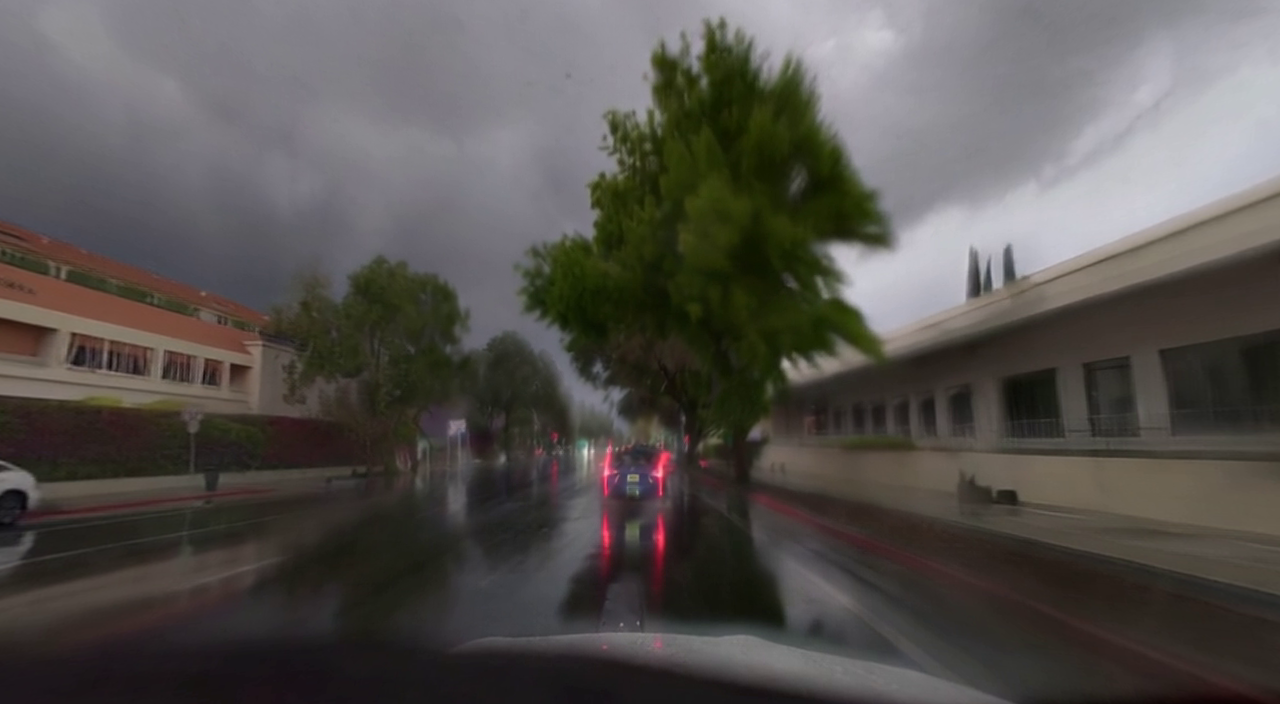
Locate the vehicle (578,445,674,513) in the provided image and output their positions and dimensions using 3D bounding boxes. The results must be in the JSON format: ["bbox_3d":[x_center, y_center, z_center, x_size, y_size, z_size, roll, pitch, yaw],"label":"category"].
[{"bbox_3d":[-0.350,3.153,16.205,2.116,1.479,4.358,0,-9,-1],"label":"vehicle"}]
